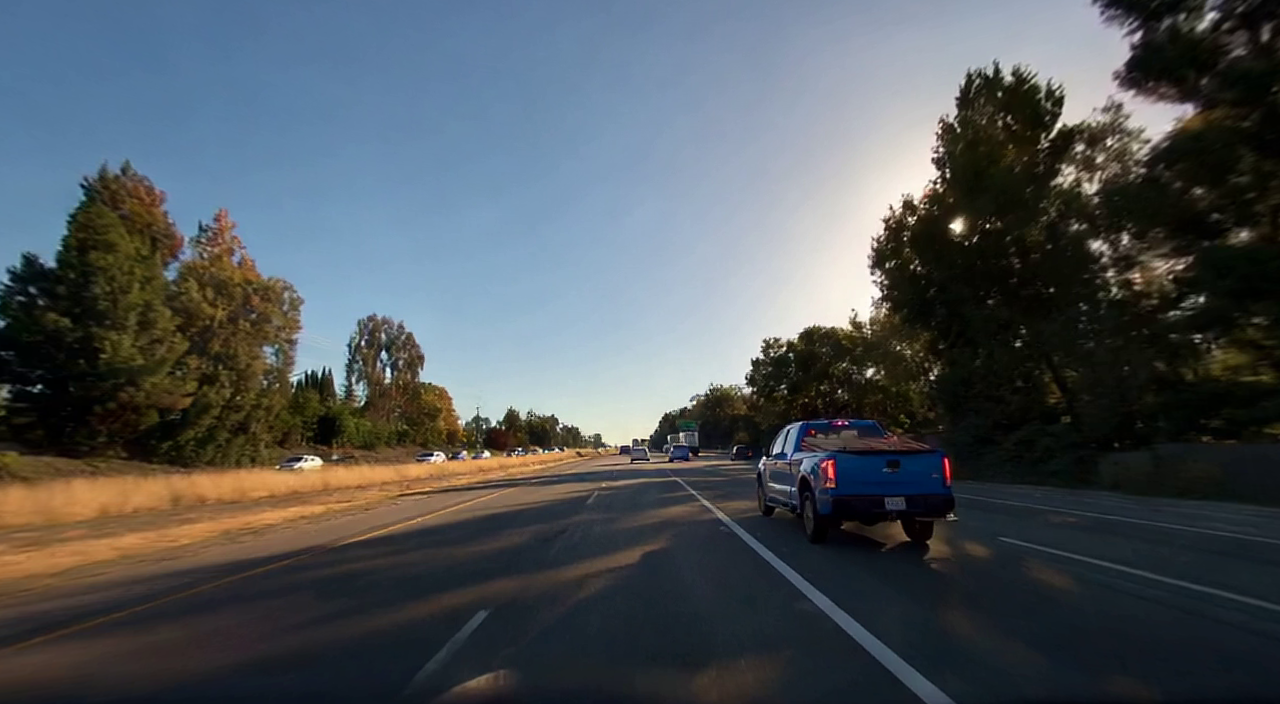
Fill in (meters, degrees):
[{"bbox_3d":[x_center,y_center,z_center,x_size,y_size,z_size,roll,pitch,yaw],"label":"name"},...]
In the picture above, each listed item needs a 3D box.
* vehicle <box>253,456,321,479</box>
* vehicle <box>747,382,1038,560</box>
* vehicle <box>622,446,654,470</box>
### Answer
[{"bbox_3d":[-25.394,8.316,45.499,2.153,1.473,4.569,0,-9,1],"label":"vehicle"},{"bbox_3d":[3.430,1.810,10.226,2.354,2.079,5.586,0,-9,0],"label":"vehicle"},{"bbox_3d":[-0.140,7.066,42.222,2.030,1.473,3.926,0,-9,0],"label":"vehicle"}]
